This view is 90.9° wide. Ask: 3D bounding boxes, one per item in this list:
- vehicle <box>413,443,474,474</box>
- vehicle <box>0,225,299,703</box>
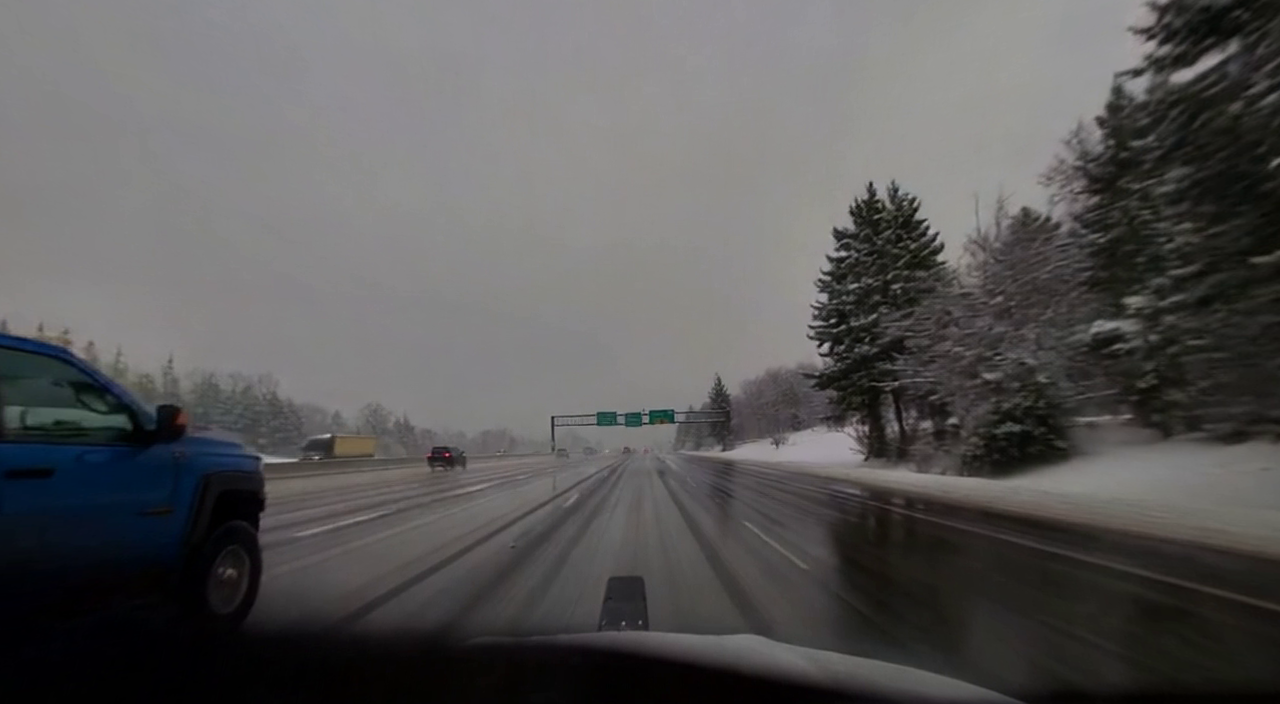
[{"bbox_3d":[-10.858,5.888,35.157,1.957,1.565,4.311,0,-8,1],"label":"vehicle"},{"bbox_3d":[-3.669,0.421,1.183,2.601,2.084,6.068,0,-8,1],"label":"vehicle"}]
